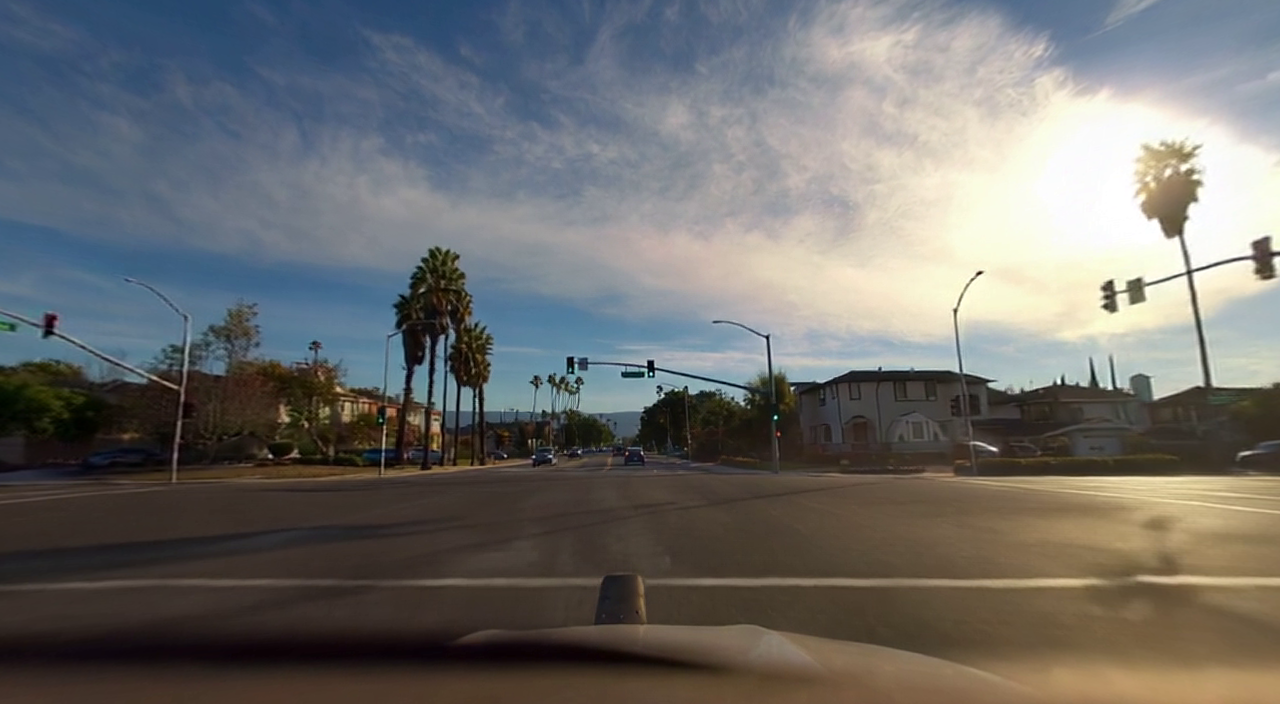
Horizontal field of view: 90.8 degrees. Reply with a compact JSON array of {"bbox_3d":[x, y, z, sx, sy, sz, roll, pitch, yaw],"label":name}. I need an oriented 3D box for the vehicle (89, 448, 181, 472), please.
[{"bbox_3d":[-35.535,7.575,44.551,4.887,1.546,1.807,7,-11,-40],"label":"vehicle"}]

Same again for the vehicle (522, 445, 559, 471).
[{"bbox_3d":[-6.832,7.298,43.599,1.983,1.684,3.938,0,-8,-1],"label":"vehicle"}]

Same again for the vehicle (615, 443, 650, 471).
[{"bbox_3d":[-0.580,7.376,44.652,2.248,1.833,4.798,0,-8,-3],"label":"vehicle"}]
